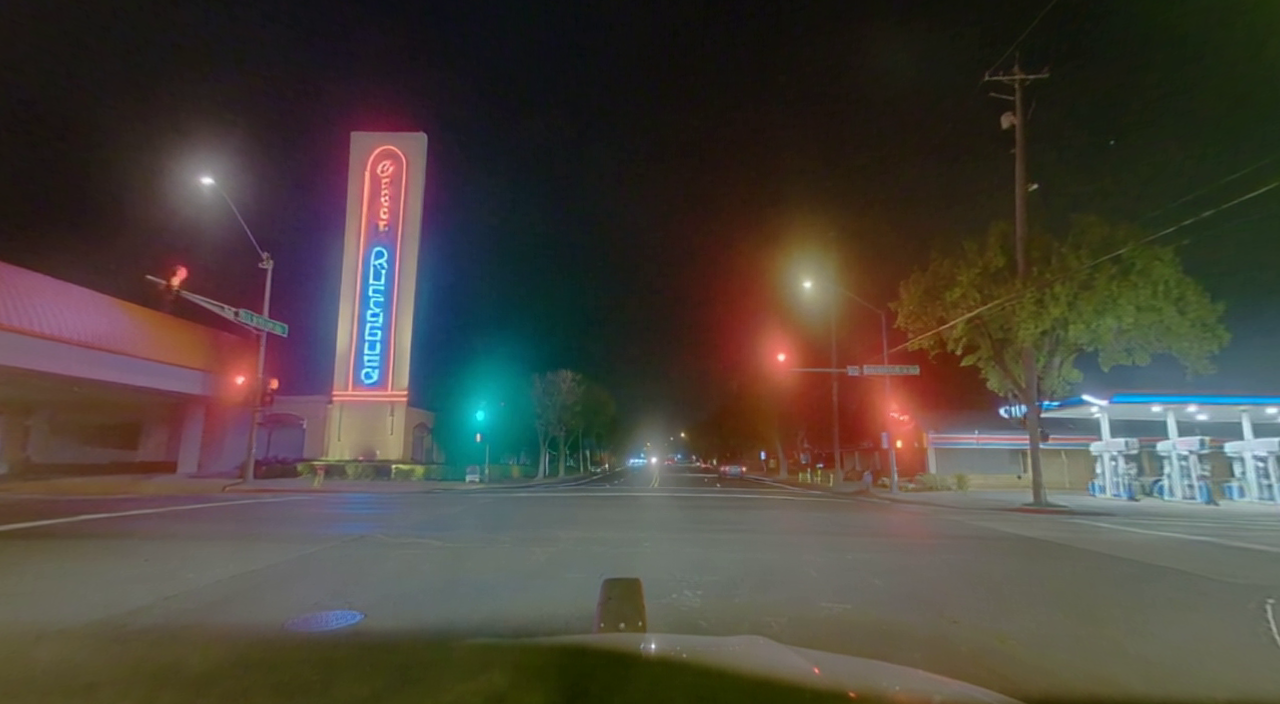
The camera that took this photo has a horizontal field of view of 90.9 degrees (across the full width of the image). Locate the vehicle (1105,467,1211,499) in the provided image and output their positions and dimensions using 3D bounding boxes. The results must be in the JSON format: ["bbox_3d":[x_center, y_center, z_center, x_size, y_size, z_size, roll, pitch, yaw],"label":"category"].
[{"bbox_3d":[28.026,7.065,34.305,1.897,1.466,4.211,1,-8,-6],"label":"vehicle"}]
